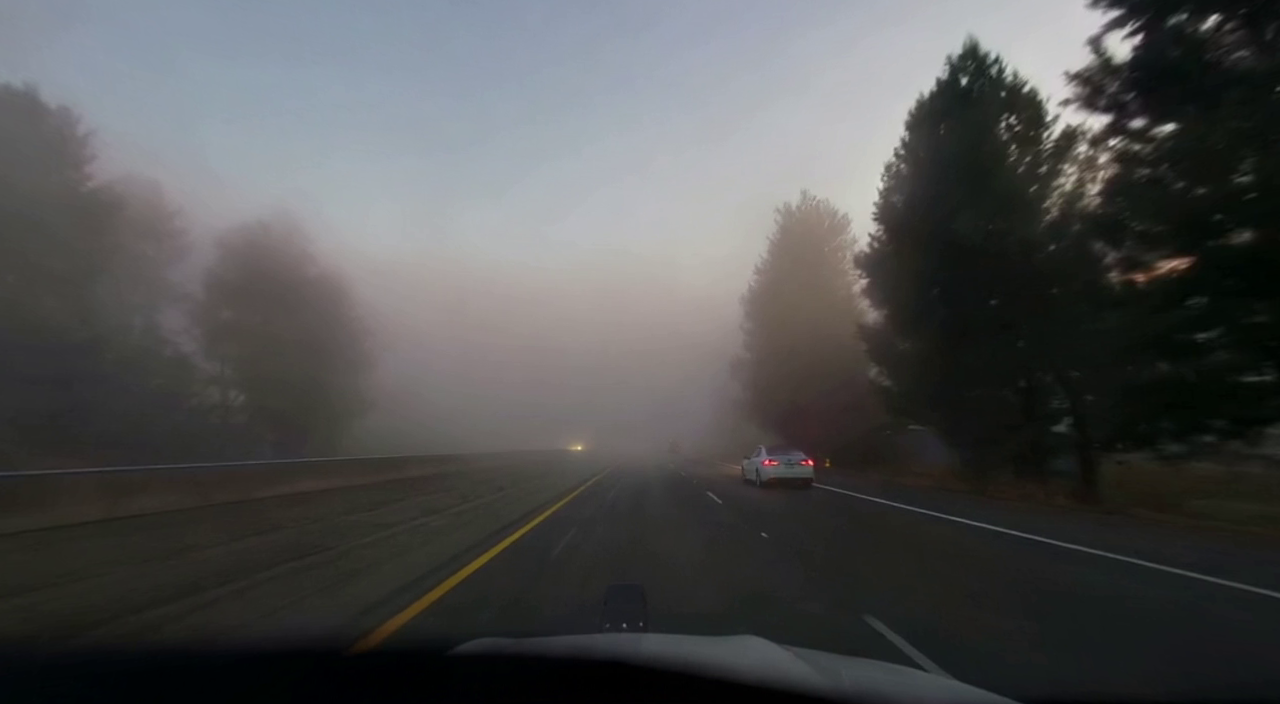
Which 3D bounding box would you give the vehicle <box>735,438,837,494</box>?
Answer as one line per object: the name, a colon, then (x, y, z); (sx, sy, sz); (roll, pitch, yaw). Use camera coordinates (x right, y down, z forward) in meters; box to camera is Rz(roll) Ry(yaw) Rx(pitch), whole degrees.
vehicle: (4.304, 3.433, 19.448); (2.027, 1.487, 4.718); (0, -8, 0)
